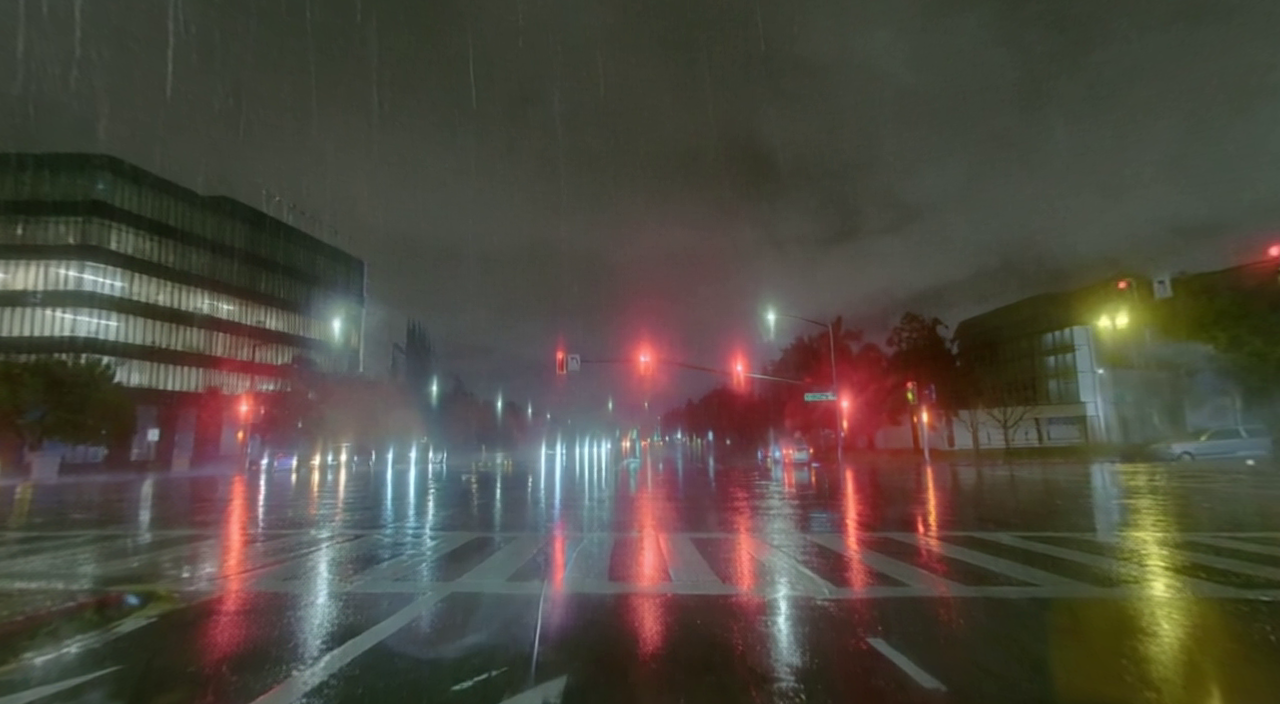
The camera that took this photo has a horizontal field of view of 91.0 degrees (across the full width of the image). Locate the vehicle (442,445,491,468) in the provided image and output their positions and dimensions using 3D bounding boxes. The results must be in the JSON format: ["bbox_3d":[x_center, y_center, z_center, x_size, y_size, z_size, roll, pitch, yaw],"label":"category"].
[{"bbox_3d":[-11.688,7.074,42.684,1.911,1.476,4.297,-1,-9,2],"label":"vehicle"}]

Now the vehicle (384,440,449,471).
[{"bbox_3d":[-15.195,7.036,43.137,2.340,1.946,5.450,0,-9,1],"label":"vehicle"}]

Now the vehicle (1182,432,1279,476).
[{"bbox_3d":[22.286,3.588,22.258,4.474,1.477,1.908,0,-9,-3],"label":"vehicle"}]

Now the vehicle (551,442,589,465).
[{"bbox_3d":[-4.580,6.711,41.667,1.954,1.431,4.050,0,-9,2],"label":"vehicle"}]

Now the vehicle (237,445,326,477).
[{"bbox_3d":[-22.501,6.820,39.780,2.032,1.839,4.884,-2,-9,13],"label":"vehicle"}]

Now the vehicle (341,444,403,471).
[{"bbox_3d":[-18.611,7.342,43.980,2.237,1.801,4.541,0,-9,1],"label":"vehicle"}]

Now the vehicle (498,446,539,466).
[{"bbox_3d":[-8.161,7.008,42.591,1.910,1.321,3.692,0,-9,1],"label":"vehicle"}]
